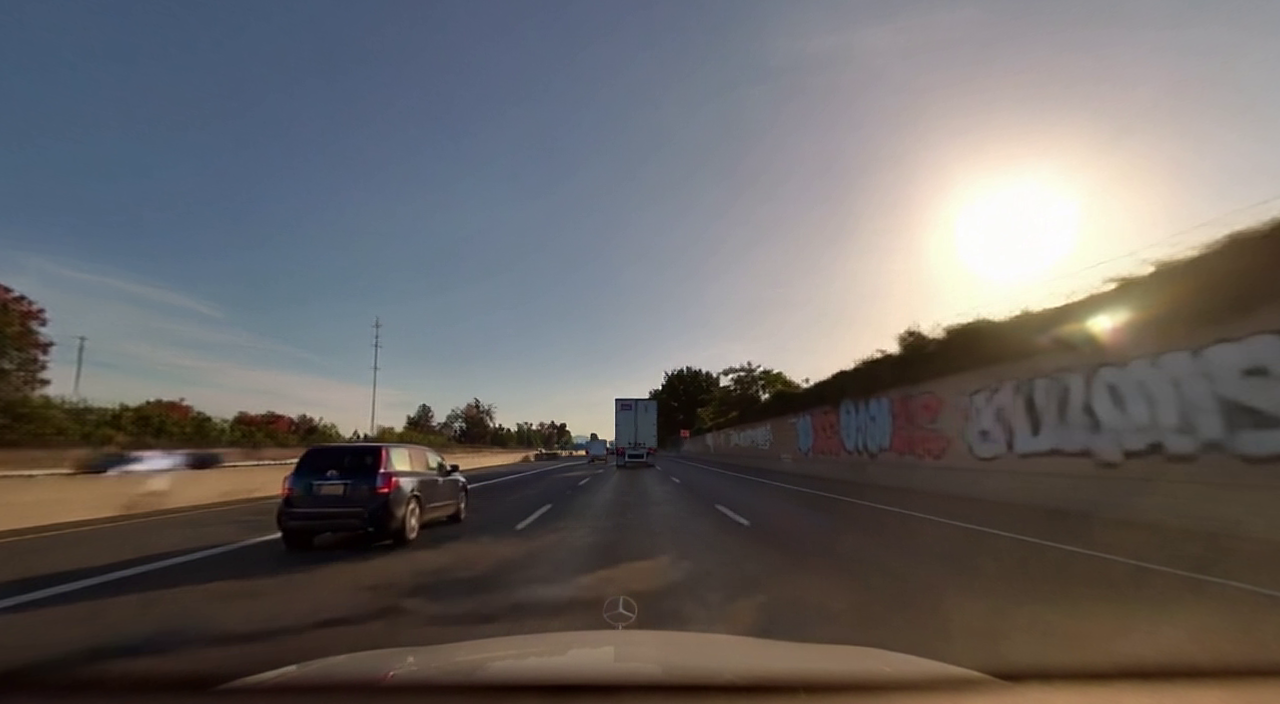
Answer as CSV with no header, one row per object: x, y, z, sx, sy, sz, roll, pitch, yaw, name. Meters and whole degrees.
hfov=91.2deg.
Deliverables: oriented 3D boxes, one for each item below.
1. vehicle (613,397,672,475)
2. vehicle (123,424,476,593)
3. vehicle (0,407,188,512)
-0.051,5.167,37.782,3.042,4.023,10.832,0,-9,-2,vehicle
-3.698,1.770,7.901,2.158,1.538,4.047,0,-9,0,vehicle
-15.682,2.861,16.900,2.268,2.338,6.379,0,-9,-1,vehicle
